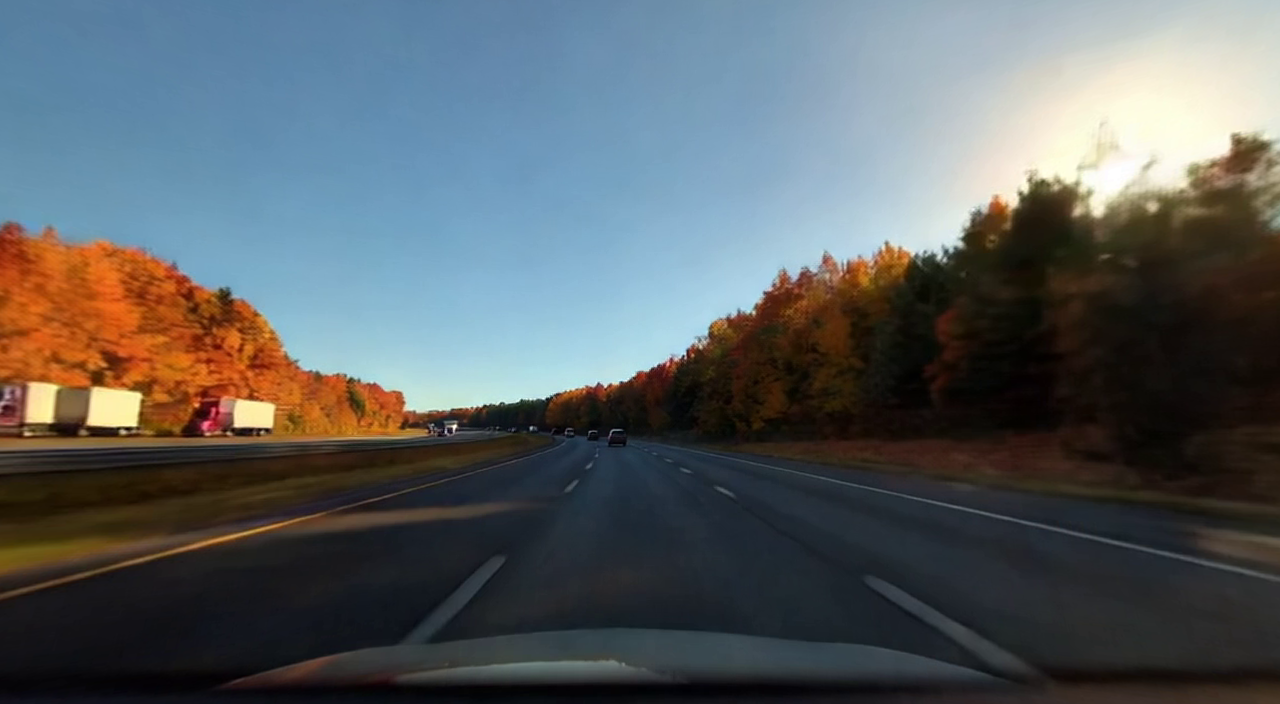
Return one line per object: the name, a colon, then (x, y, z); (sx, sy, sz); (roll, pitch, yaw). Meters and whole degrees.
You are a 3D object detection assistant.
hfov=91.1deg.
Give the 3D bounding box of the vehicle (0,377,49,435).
vehicle: (-47.311, 4.204, 46.929); (10.856, 3.901, 3.560); (-7, -10, 43)
